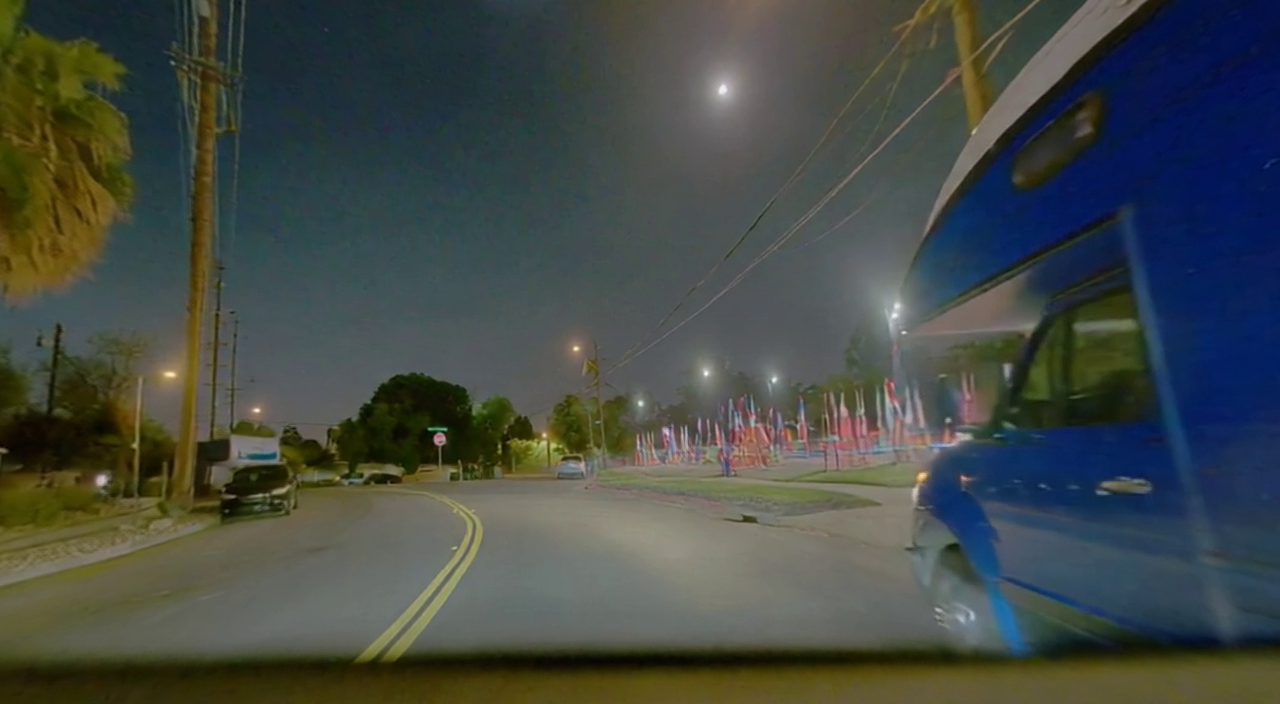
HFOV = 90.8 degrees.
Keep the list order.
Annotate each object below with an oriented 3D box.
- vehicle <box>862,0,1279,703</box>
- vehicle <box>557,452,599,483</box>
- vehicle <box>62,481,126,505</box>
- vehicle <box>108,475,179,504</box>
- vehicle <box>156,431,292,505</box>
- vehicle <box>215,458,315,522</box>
[{"bbox_3d":[3.108,-0.211,0.816,2.853,3.082,7.767,0,-8,1],"label":"vehicle"},{"bbox_3d":[-4.417,7.948,43.932,2.508,1.887,5.930,1,-8,-9],"label":"vehicle"},{"bbox_3d":[-40.193,10.353,46.489,4.164,1.504,2.025,-5,-10,27],"label":"vehicle"},{"bbox_3d":[-34.343,9.468,43.695,4.527,1.732,2.059,-5,-9,27],"label":"vehicle"},{"bbox_3d":[-24.710,6.653,37.136,11.364,3.720,3.216,-7,-11,39],"label":"vehicle"},{"bbox_3d":[-10.917,3.960,18.713,2.085,1.545,4.340,4,-9,-25],"label":"vehicle"}]
